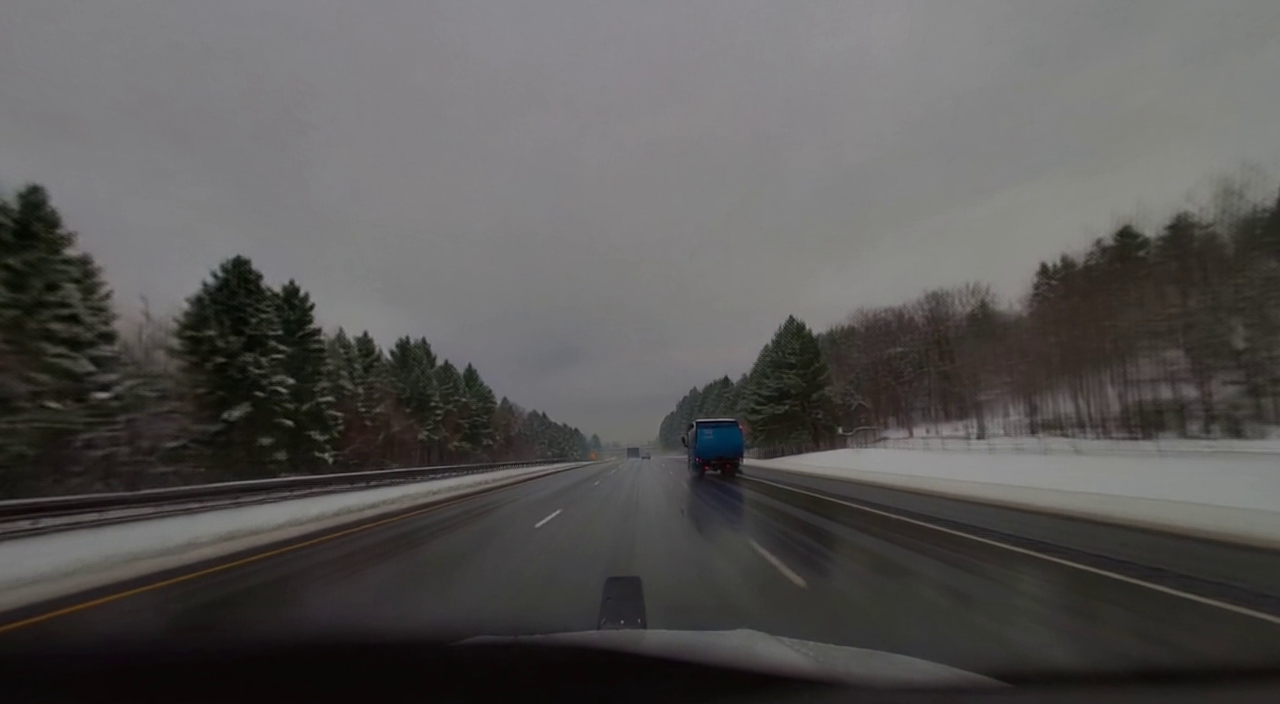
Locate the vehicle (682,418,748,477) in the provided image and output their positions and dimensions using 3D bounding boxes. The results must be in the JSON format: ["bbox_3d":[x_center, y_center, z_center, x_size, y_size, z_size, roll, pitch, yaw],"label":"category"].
[{"bbox_3d":[3.761,5.010,32.983,2.572,2.795,5.978,0,-9,-1],"label":"vehicle"}]
